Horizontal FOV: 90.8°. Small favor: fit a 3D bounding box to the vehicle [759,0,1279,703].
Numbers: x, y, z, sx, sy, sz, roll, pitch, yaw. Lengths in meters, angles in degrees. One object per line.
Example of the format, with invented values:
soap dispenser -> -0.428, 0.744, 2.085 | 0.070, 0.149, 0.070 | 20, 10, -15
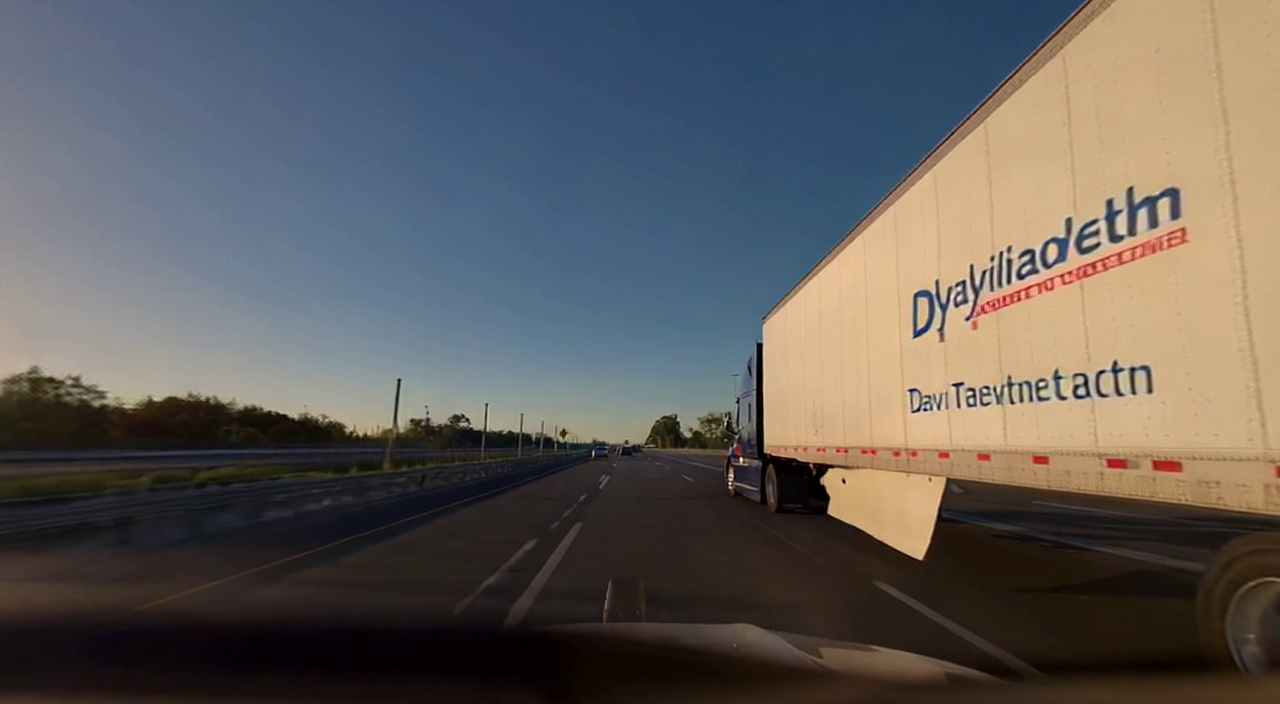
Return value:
vehicle -> 3.982, 0.285, 6.831 | 2.962, 4.132, 12.720 | 0, -8, 0
